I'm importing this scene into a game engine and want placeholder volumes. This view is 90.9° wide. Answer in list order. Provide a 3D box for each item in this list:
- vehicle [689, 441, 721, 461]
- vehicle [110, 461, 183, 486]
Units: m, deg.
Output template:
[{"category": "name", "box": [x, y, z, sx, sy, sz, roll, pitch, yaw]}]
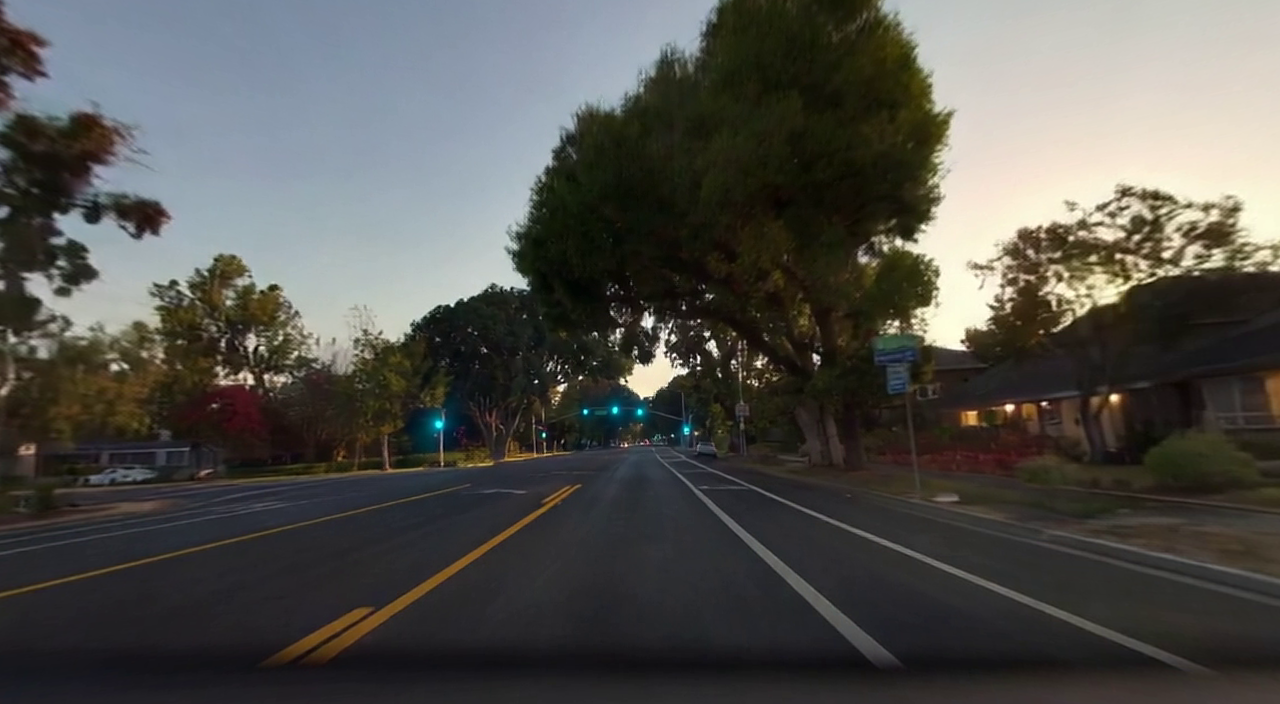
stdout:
[{"category": "vehicle", "box": [4.963, 7.641, 48.734, 1.987, 1.448, 4.193, 0, -8, 0]}, {"category": "vehicle", "box": [-33.173, 8.168, 42.503, 1.713, 1.527, 3.708, 0, -8, 4]}]
